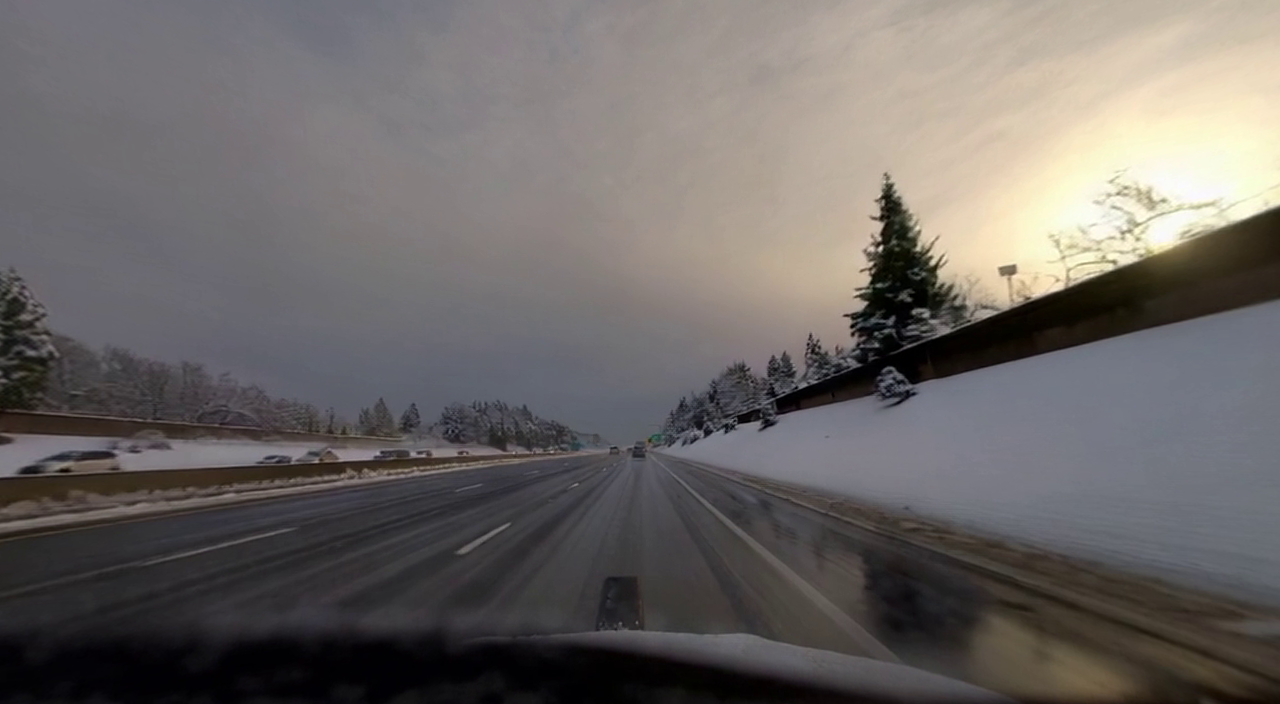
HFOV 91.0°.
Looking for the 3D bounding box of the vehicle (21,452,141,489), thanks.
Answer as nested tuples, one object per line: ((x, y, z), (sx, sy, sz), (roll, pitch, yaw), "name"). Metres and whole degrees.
((-29.686, 6.294, 33.684), (2.028, 1.778, 4.691), (0, -9, 1), "vehicle")

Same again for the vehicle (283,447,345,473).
((-25.532, 8.453, 49.514), (2.065, 1.887, 5.084), (0, -9, 1), "vehicle")
